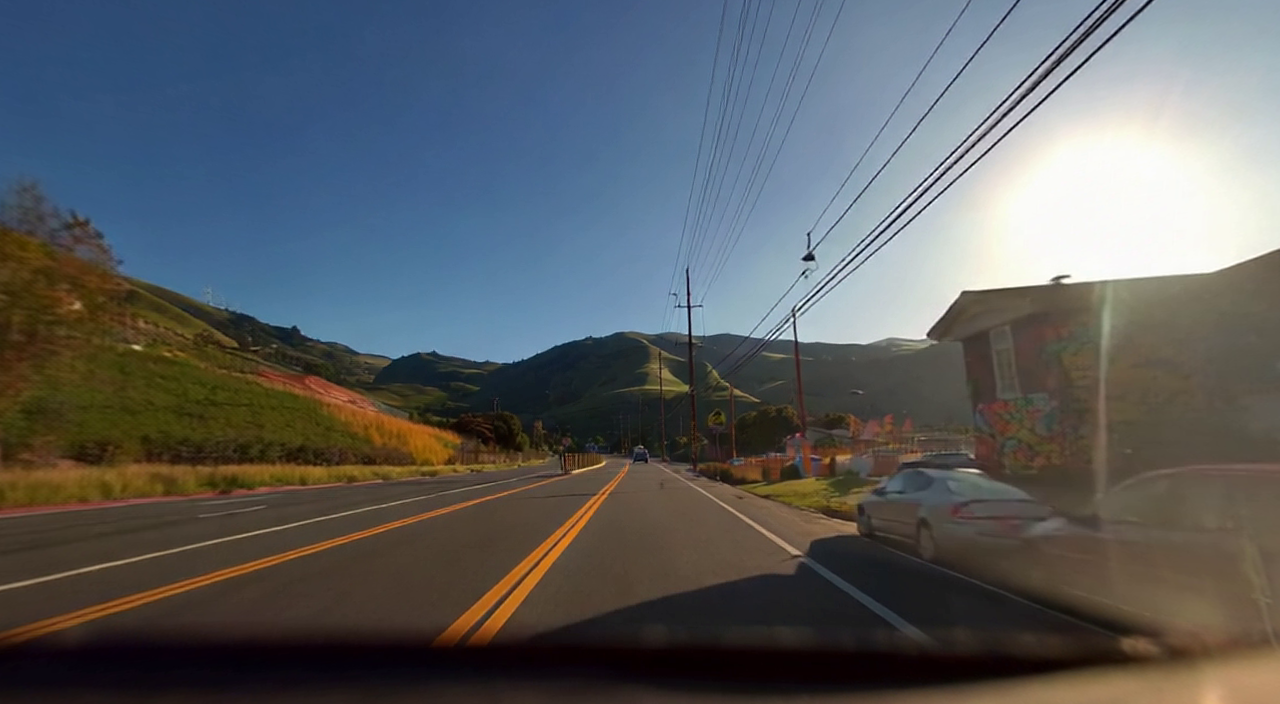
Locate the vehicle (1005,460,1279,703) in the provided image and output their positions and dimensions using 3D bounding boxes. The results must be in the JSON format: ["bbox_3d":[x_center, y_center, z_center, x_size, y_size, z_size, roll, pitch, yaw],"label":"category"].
[{"bbox_3d":[5.630,1.855,5.525,2.056,1.693,4.803,0,-9,1],"label":"vehicle"}]

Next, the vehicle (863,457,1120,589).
[{"bbox_3d":[5.999,3.021,11.714,1.966,1.829,4.812,-2,-12,1],"label":"vehicle"}]

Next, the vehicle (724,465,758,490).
[{"bbox_3d":[6.783,8.436,42.605,1.781,1.432,4.169,0,-9,3],"label":"vehicle"}]

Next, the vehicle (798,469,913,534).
[{"bbox_3d":[5.990,4.181,18.130,1.926,1.497,3.988,0,-9,1],"label":"vehicle"}]
